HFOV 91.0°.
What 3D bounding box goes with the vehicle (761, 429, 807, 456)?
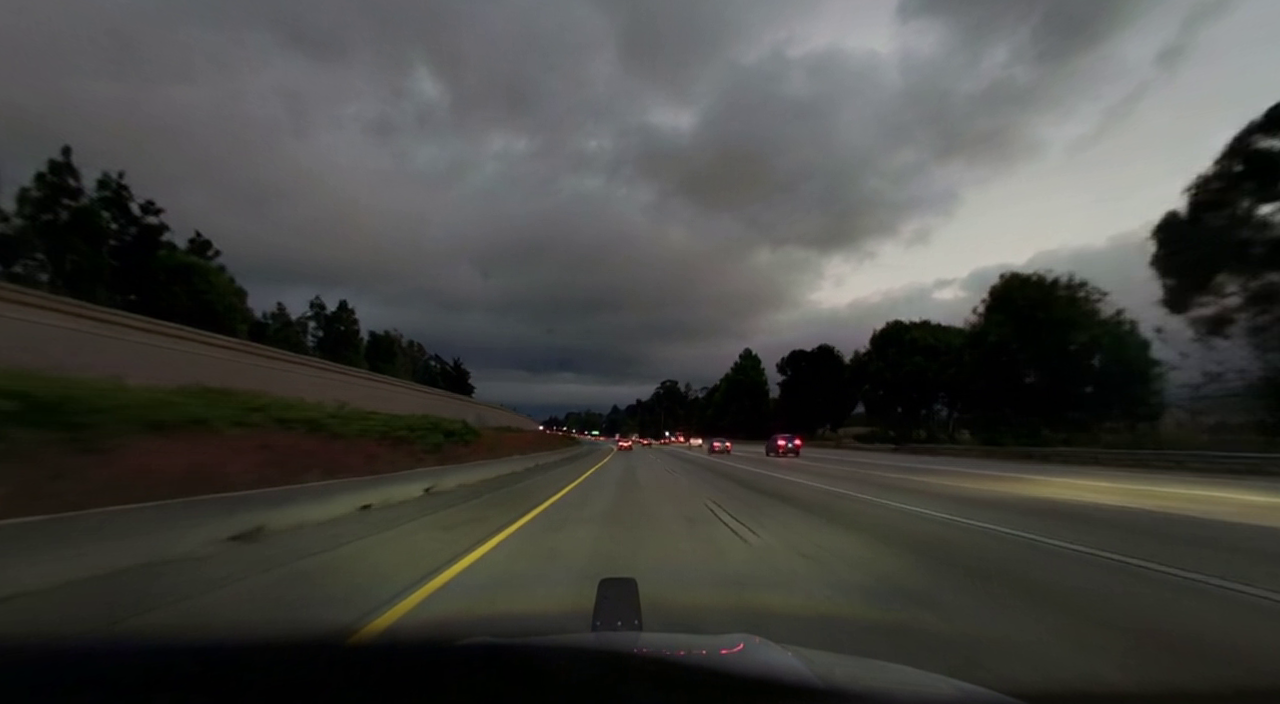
[{"bbox_3d":[10.009,6.365,44.101,2.077,1.763,4.472,0,-8,-2],"label":"vehicle"}]
